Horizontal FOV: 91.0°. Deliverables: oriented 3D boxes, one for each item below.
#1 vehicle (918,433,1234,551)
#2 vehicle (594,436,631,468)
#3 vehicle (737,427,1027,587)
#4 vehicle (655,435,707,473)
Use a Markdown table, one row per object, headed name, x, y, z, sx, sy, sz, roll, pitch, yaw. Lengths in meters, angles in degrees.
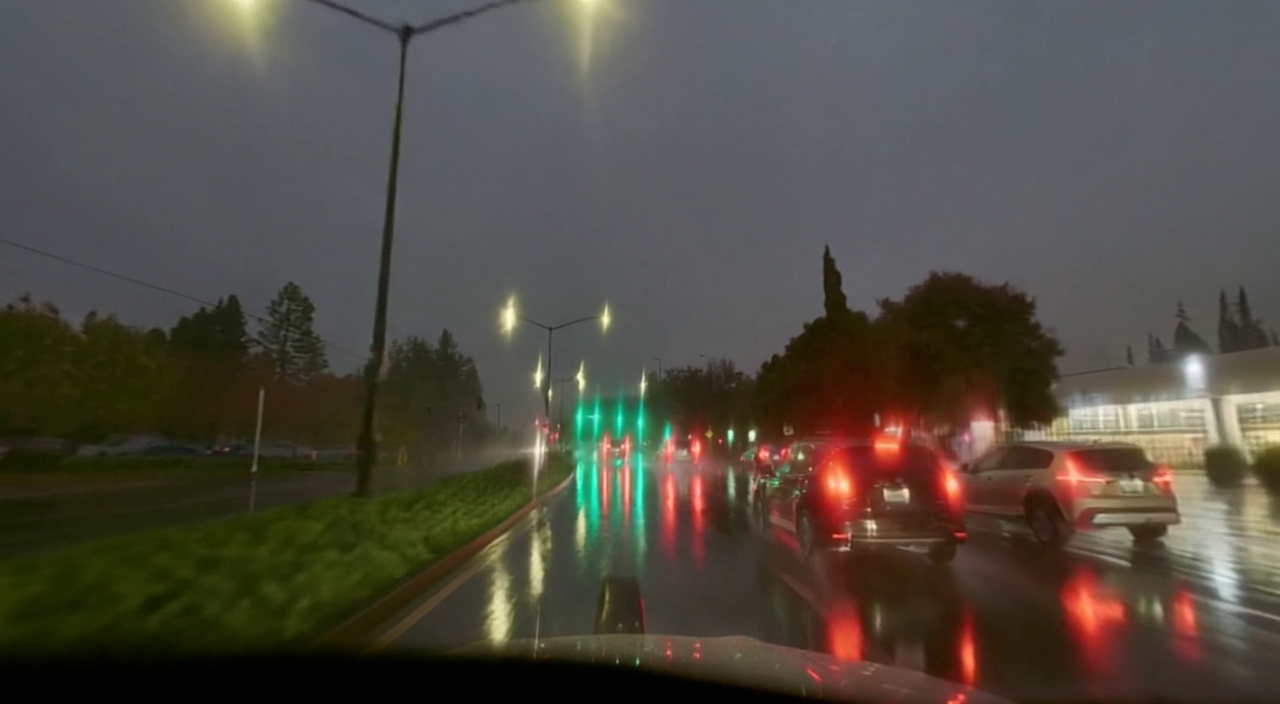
| name | x | y | z | sx | sy | sz | roll | pitch | yaw |
| --- | --- | --- | --- | --- | --- | --- | --- | --- | --- |
| vehicle | 6.497 | 2.088 | 10.161 | 1.917 | 1.457 | 4.274 | 0 | -8 | -2 |
| vehicle | -1.719 | 5.975 | 37.853 | 2.051 | 1.798 | 4.168 | 0 | -8 | -5 |
| vehicle | 2.580 | 1.749 | 8.011 | 1.883 | 1.452 | 4.258 | 0 | -8 | -2 |
| vehicle | 1.993 | 5.117 | 31.809 | 2.000 | 1.745 | 4.206 | 0 | -8 | -4 |
